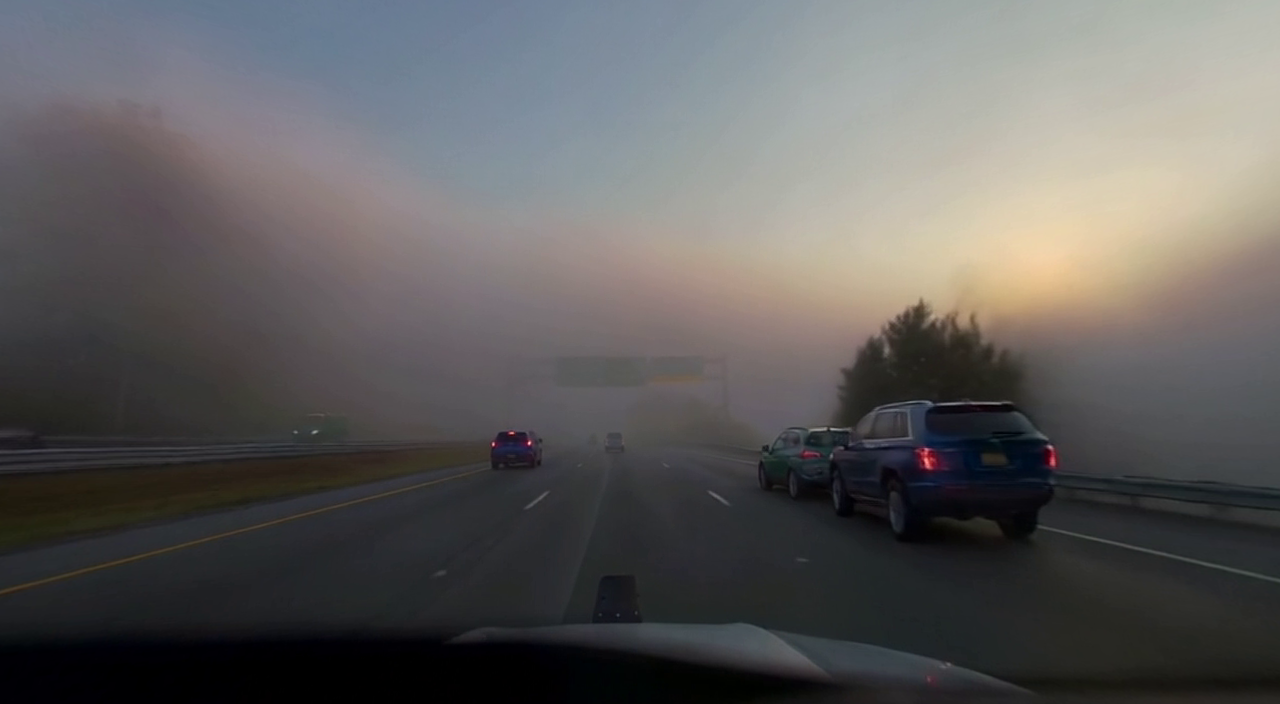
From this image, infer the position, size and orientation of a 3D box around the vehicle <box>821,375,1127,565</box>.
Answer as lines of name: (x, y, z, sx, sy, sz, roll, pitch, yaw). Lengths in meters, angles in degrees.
vehicle: (3.887, 1.401, 8.103, 1.976, 1.905, 3.263, 0, -7, -3)

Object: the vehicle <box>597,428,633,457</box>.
vehicle: (-1.591, 5.723, 40.023, 2.159, 1.690, 3.720, 0, -7, -3)

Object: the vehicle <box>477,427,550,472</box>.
vehicle: (-4.818, 3.754, 24.578, 2.100, 1.590, 4.077, 0, -7, -1)
